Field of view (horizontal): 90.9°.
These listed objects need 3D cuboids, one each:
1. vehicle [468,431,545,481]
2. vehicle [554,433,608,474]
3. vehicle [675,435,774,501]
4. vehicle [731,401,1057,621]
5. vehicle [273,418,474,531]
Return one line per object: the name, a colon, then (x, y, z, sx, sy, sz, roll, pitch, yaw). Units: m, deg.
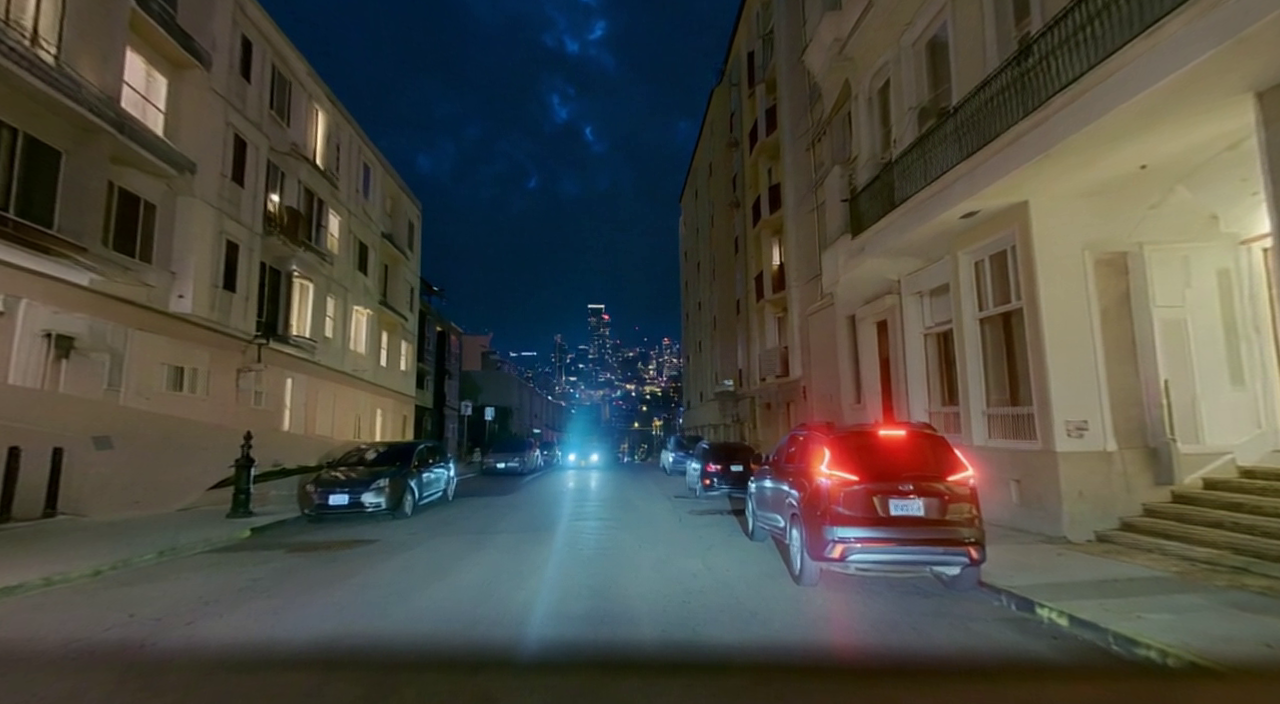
vehicle: (-4.826, 3.813, 23.294, 1.942, 1.521, 3.761, 5, -9, 0)
vehicle: (-2.289, 4.032, 25.286, 1.845, 1.544, 3.388, 0, -8, 0)
vehicle: (2.003, 2.871, 16.152, 1.786, 1.447, 4.314, 0, -8, -2)
vehicle: (2.256, 1.495, 6.896, 1.839, 1.678, 3.918, 0, -8, -1)
vehicle: (-4.549, 2.183, 11.620, 1.883, 1.499, 4.426, 6, -10, -3)
